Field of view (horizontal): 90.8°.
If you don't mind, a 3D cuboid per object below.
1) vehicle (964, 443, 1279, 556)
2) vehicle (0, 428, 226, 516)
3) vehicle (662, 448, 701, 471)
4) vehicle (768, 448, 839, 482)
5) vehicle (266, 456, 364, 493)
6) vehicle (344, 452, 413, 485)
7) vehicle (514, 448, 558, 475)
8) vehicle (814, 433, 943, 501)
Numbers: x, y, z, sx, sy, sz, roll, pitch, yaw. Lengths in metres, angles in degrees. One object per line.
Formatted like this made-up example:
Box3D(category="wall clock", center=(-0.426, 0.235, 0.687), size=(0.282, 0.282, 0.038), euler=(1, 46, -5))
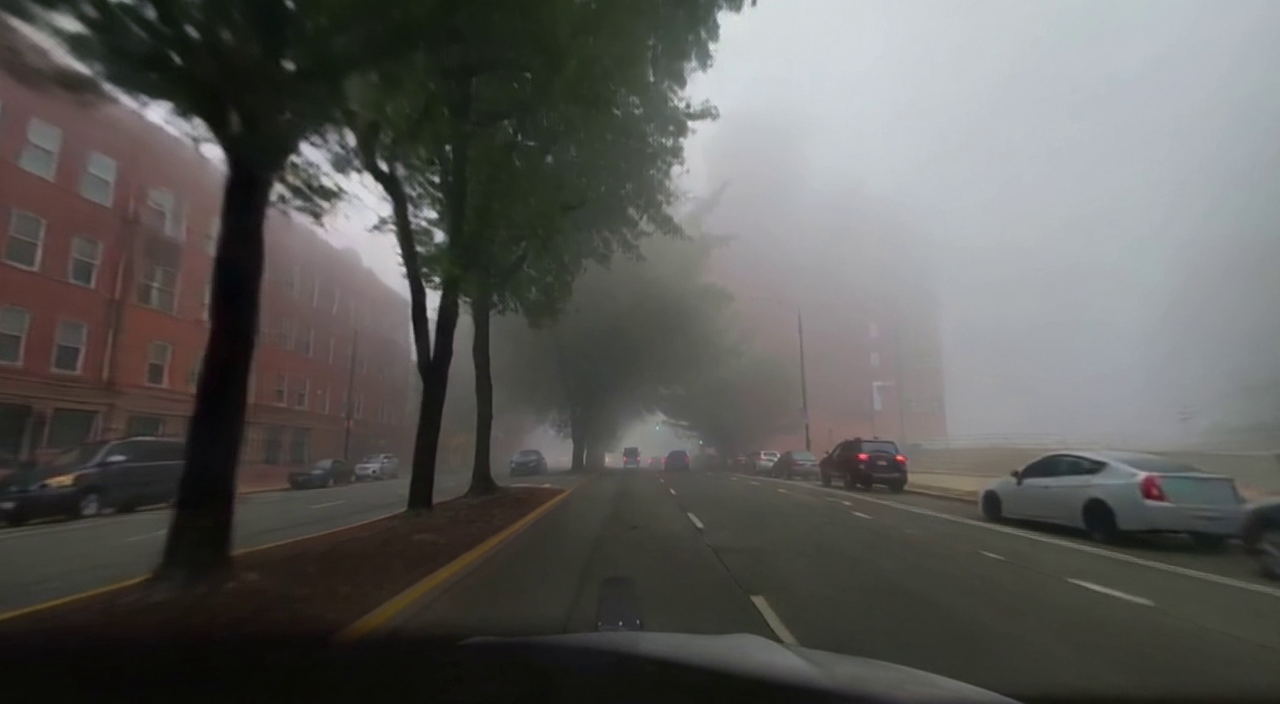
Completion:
Box3D(category="vehicle", center=(7.863, 2.376, 10.941), size=(2.018, 1.489, 4.620), euler=(-1, -9, 0))
Box3D(category="vehicle", center=(-14.327, 3.338, 17.343), size=(2.330, 2.013, 5.310), euler=(0, -12, -1))
Box3D(category="vehicle", center=(2.742, 7.297, 43.179), size=(2.238, 1.499, 4.964), euler=(0, -8, -1))
Box3D(category="vehicle", center=(7.847, 5.480, 30.860), size=(2.030, 1.444, 4.832), euler=(-1, -9, -2))
Box3D(category="vehicle", center=(-14.990, 5.665, 29.487), size=(1.953, 1.456, 4.690), euler=(0, -8, 2))
Box3D(category="vehicle", center=(-15.128, 6.727, 36.820), size=(2.063, 1.735, 4.317), euler=(0, -8, 1))
Box3D(category="vehicle", center=(-6.532, 6.891, 40.039), size=(2.048, 1.615, 4.453), euler=(0, -9, 0))
Box3D(category="vehicle", center=(7.897, 3.867, 21.618), size=(2.305, 1.984, 5.002), euler=(-1, -9, -1))
